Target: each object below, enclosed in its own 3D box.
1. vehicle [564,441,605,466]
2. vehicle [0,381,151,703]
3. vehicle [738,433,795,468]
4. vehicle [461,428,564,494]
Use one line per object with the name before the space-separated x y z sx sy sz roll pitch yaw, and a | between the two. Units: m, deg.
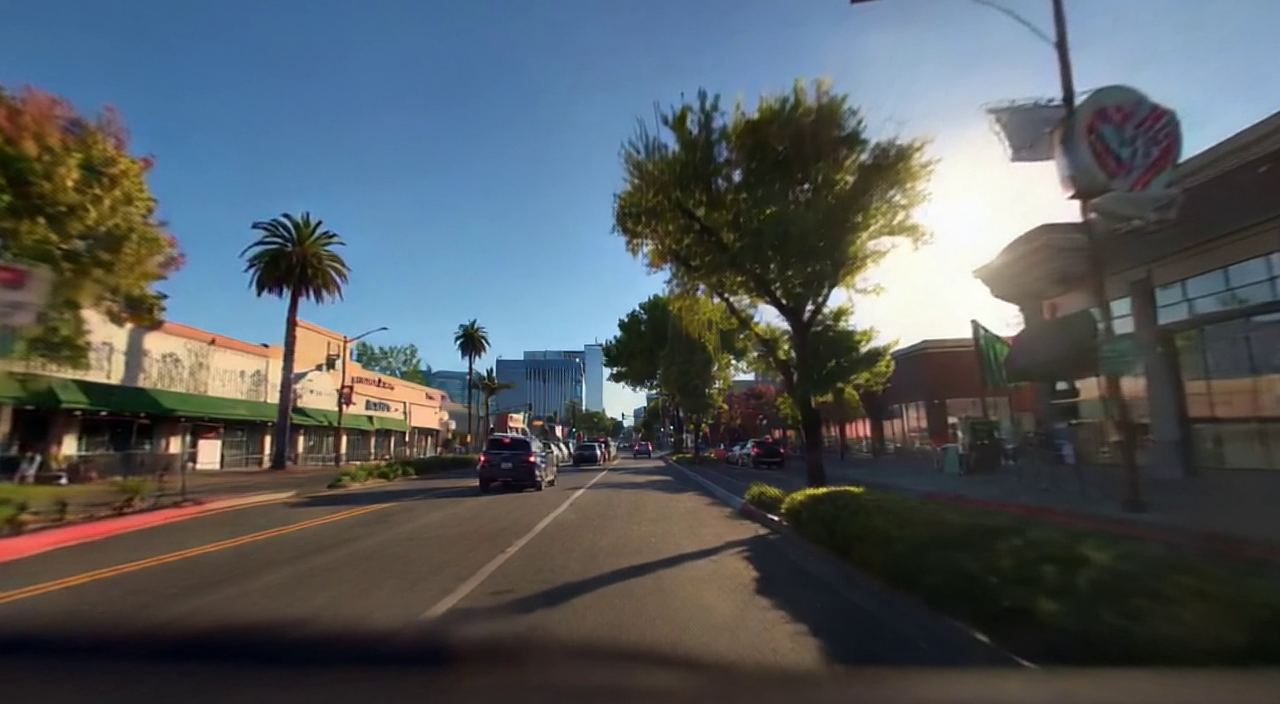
vehicle | -3.342 6.227 38.831 2.044 1.462 4.624 0 -9 1
vehicle | -3.598 0.648 1.012 2.032 1.511 4.424 0 -9 0
vehicle | 7.593 5.995 38.537 2.256 1.936 5.838 0 -9 0
vehicle | -3.474 3.077 18.036 2.024 1.636 4.121 0 -9 1
